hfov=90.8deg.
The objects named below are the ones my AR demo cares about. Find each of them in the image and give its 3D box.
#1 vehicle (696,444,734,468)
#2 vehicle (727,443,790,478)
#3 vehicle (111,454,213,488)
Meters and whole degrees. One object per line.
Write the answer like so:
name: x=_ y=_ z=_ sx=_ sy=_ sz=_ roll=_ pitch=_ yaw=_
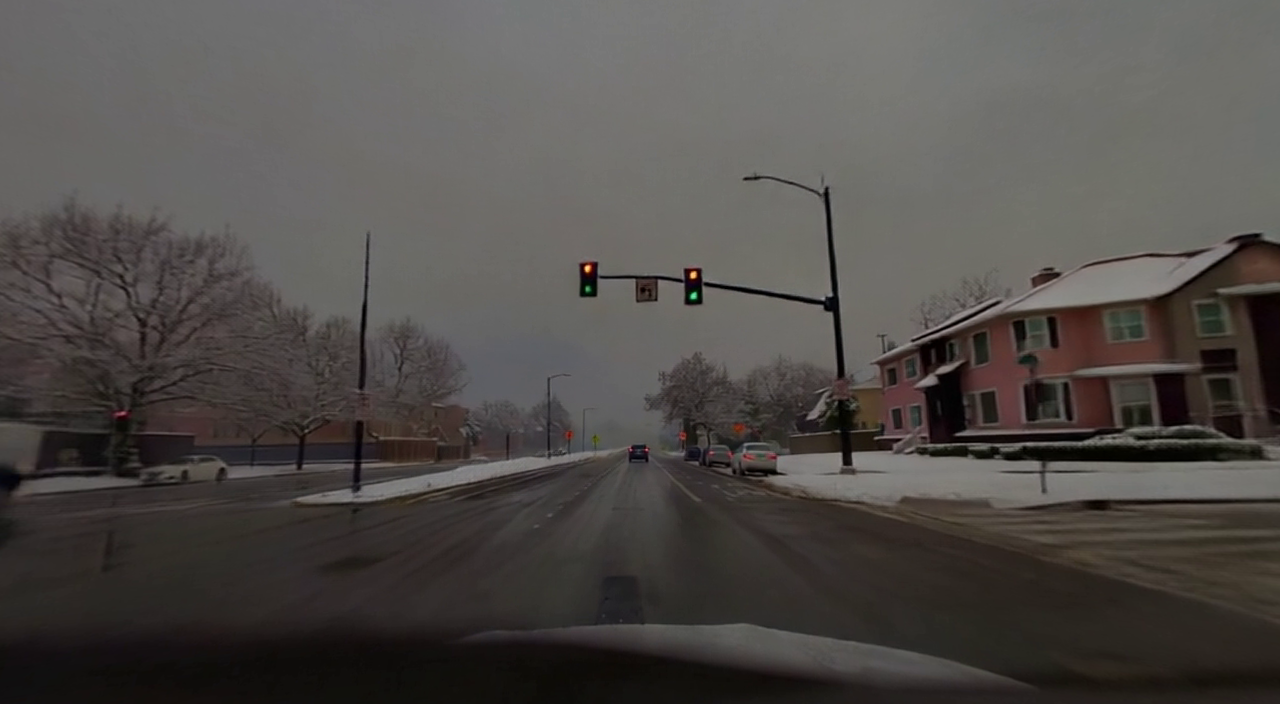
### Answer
vehicle: x=5.450 y=7.647 z=46.651 sx=2.131 sy=1.604 sz=5.543 roll=0 pitch=-8 yaw=0
vehicle: x=5.656 y=5.226 z=30.764 sx=2.066 sy=1.552 sz=4.799 roll=0 pitch=-8 yaw=-1
vehicle: x=-25.861 y=6.417 z=34.423 sx=1.912 sy=1.681 sz=4.625 roll=0 pitch=-9 yaw=-1
